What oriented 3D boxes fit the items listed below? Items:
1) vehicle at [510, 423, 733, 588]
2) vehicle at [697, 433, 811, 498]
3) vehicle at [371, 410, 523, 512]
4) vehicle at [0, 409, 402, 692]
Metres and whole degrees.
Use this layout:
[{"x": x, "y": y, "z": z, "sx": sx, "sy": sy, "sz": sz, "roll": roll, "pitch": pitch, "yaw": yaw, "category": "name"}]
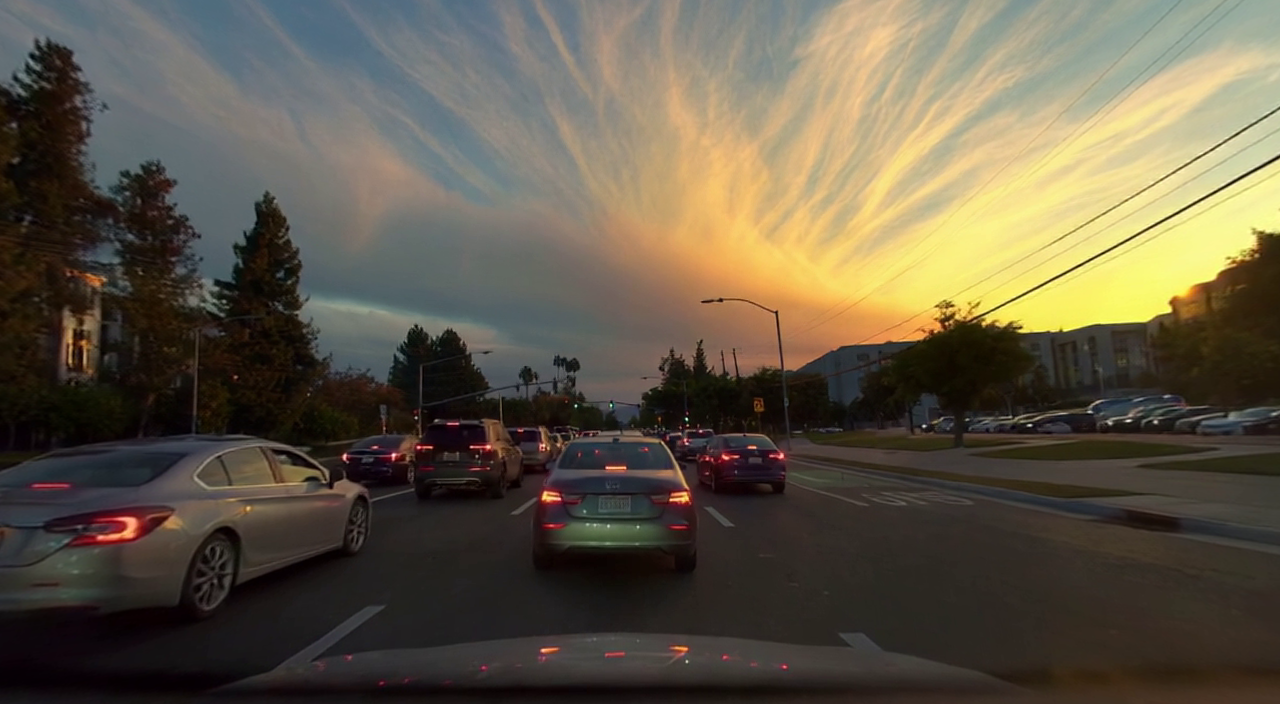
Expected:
[{"x": -0.232, "y": 1.684, "z": 7.806, "sx": 2.007, "sy": 1.467, "sz": 4.059, "roll": 0, "pitch": -8, "yaw": -2, "category": "vehicle"}, {"x": 2.801, "y": 2.914, "z": 16.609, "sx": 1.978, "sy": 1.452, "sz": 4.381, "roll": 0, "pitch": -8, "yaw": -3, "category": "vehicle"}, {"x": -4.029, "y": 2.367, "z": 14.122, "sx": 2.054, "sy": 1.881, "sz": 4.469, "roll": 0, "pitch": -8, "yaw": -1, "category": "vehicle"}, {"x": -3.861, "y": 1.352, "z": 5.471, "sx": 1.985, "sy": 1.467, "sz": 4.224, "roll": 0, "pitch": -8, "yaw": -1, "category": "vehicle"}]
